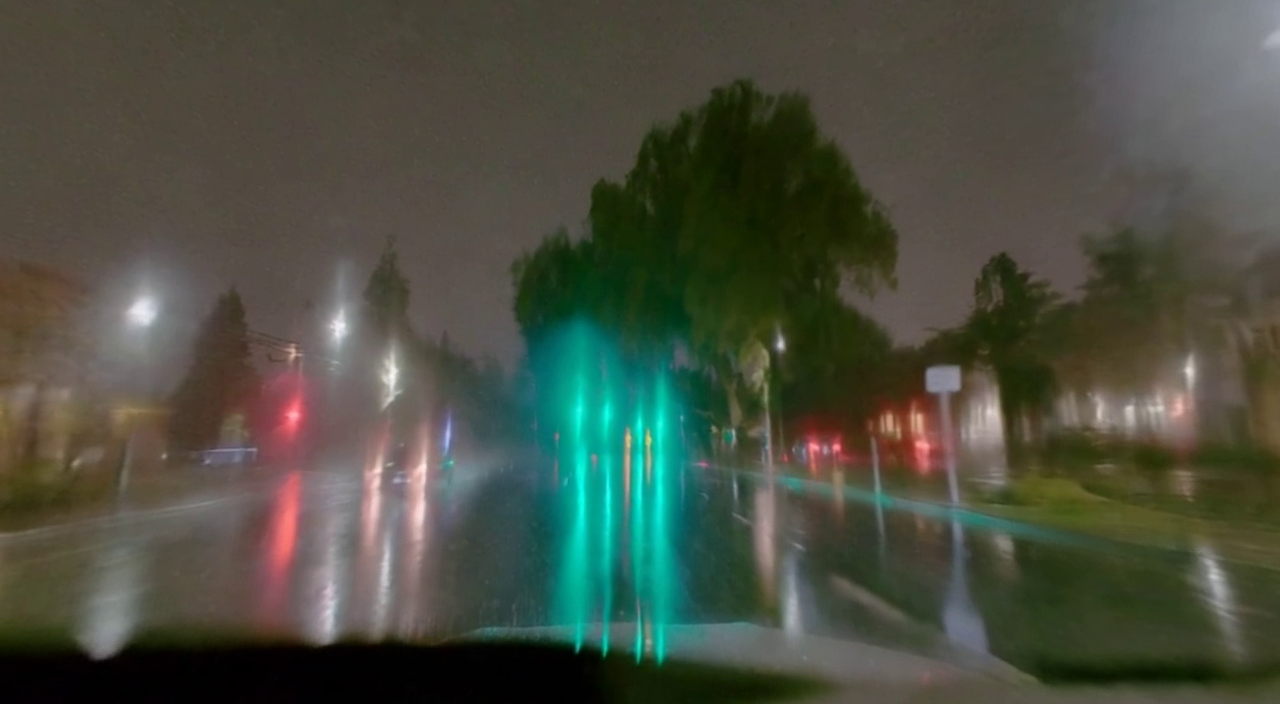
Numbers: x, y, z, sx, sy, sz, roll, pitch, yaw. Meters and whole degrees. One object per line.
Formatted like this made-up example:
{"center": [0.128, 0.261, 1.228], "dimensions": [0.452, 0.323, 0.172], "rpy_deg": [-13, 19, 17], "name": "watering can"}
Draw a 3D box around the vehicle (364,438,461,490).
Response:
{"center": [-8.559, 4.231, 24.247], "dimensions": [2.175, 1.796, 4.605], "rpy_deg": [0, -9, -3], "name": "vehicle"}
